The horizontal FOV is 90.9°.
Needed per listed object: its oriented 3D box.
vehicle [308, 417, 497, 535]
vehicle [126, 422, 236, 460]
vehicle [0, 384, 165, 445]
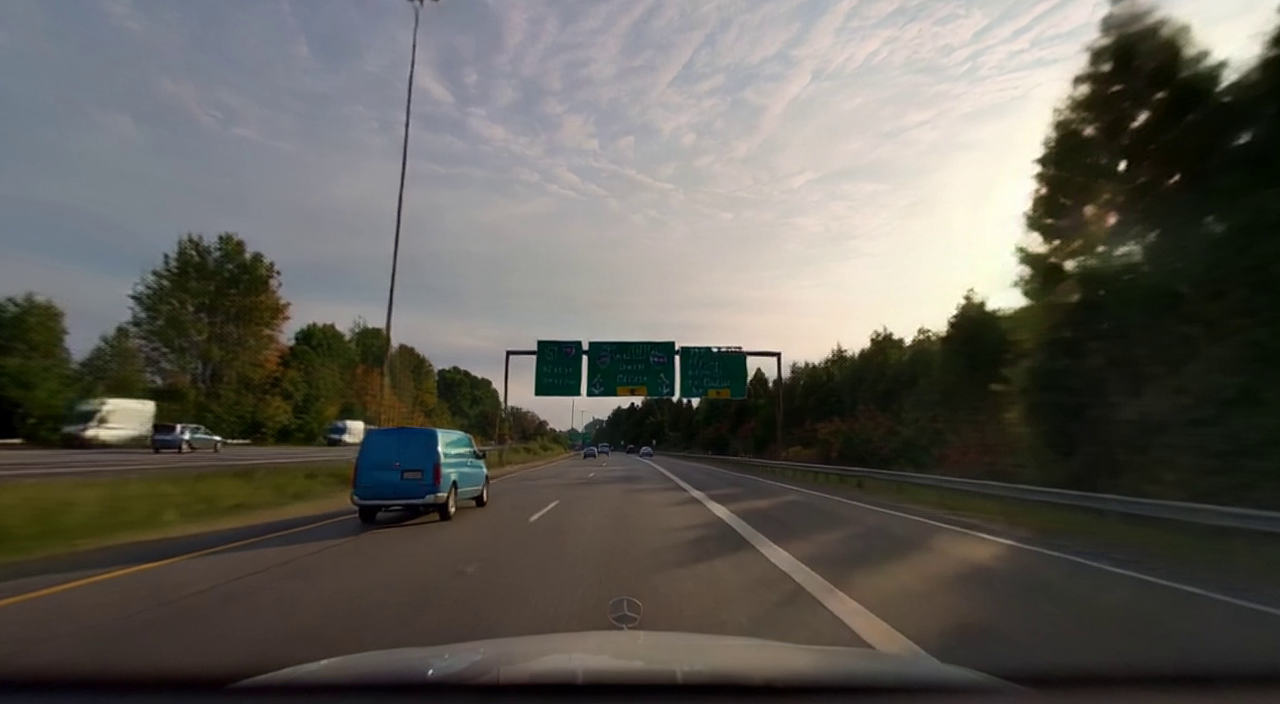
[{"bbox_3d":[-4.168,2.249,11.980,1.971,1.795,4.389,0,-9,-2],"label":"vehicle"},{"bbox_3d":[-19.152,3.771,26.496,1.879,1.492,3.607,0,-9,0],"label":"vehicle"},{"bbox_3d":[-37.562,4.439,42.109,2.733,3.471,11.809,0,-9,-2],"label":"vehicle"}]
